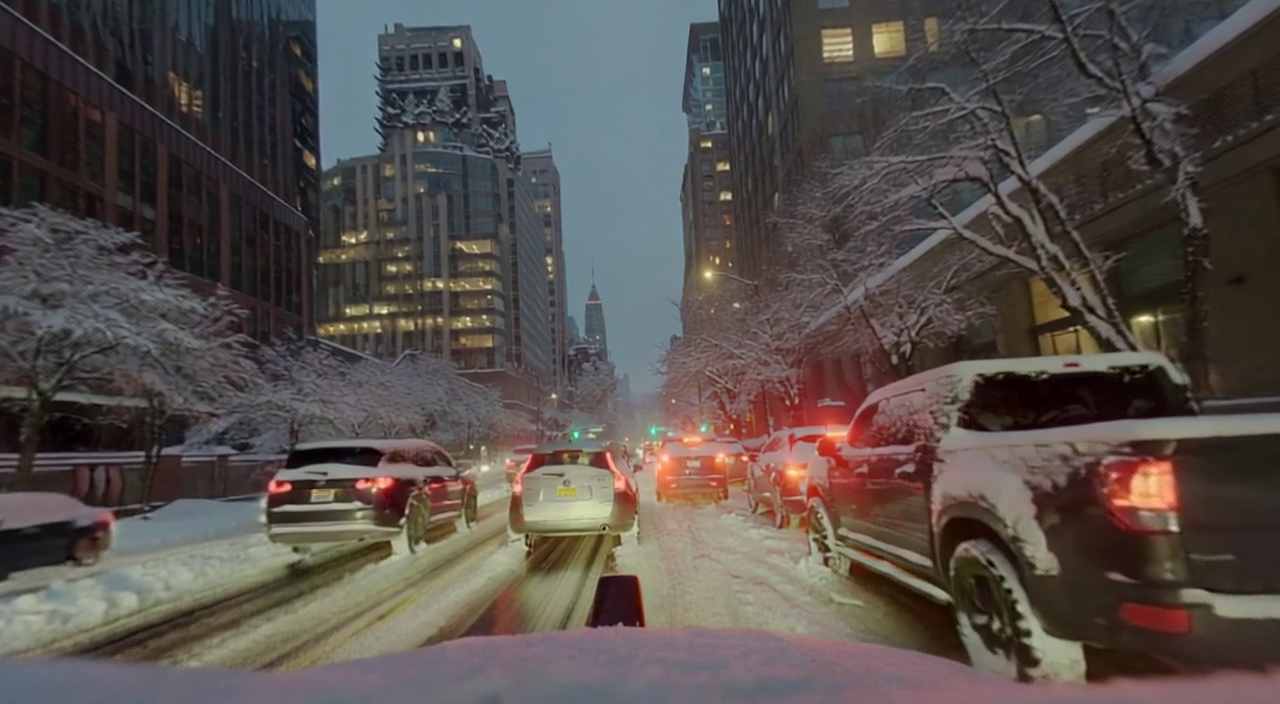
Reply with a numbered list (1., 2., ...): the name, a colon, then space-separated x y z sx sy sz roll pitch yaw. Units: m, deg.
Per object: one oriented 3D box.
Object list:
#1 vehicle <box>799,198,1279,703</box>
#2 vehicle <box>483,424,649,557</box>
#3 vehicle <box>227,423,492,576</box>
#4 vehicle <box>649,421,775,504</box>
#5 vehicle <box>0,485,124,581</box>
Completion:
1. vehicle: 2.988 0.908 4.535 2.225 2.070 5.264 0 -9 -1
2. vehicle: -0.914 2.065 10.066 2.076 1.667 3.948 0 -8 1
3. vehicle: -3.937 2.131 10.007 2.000 1.818 4.668 0 -9 1
4. vehicle: 2.189 3.034 17.720 2.352 1.953 4.798 -3 -9 21
5. vehicle: -12.400 3.358 11.592 2.071 1.505 4.479 0 -9 0
